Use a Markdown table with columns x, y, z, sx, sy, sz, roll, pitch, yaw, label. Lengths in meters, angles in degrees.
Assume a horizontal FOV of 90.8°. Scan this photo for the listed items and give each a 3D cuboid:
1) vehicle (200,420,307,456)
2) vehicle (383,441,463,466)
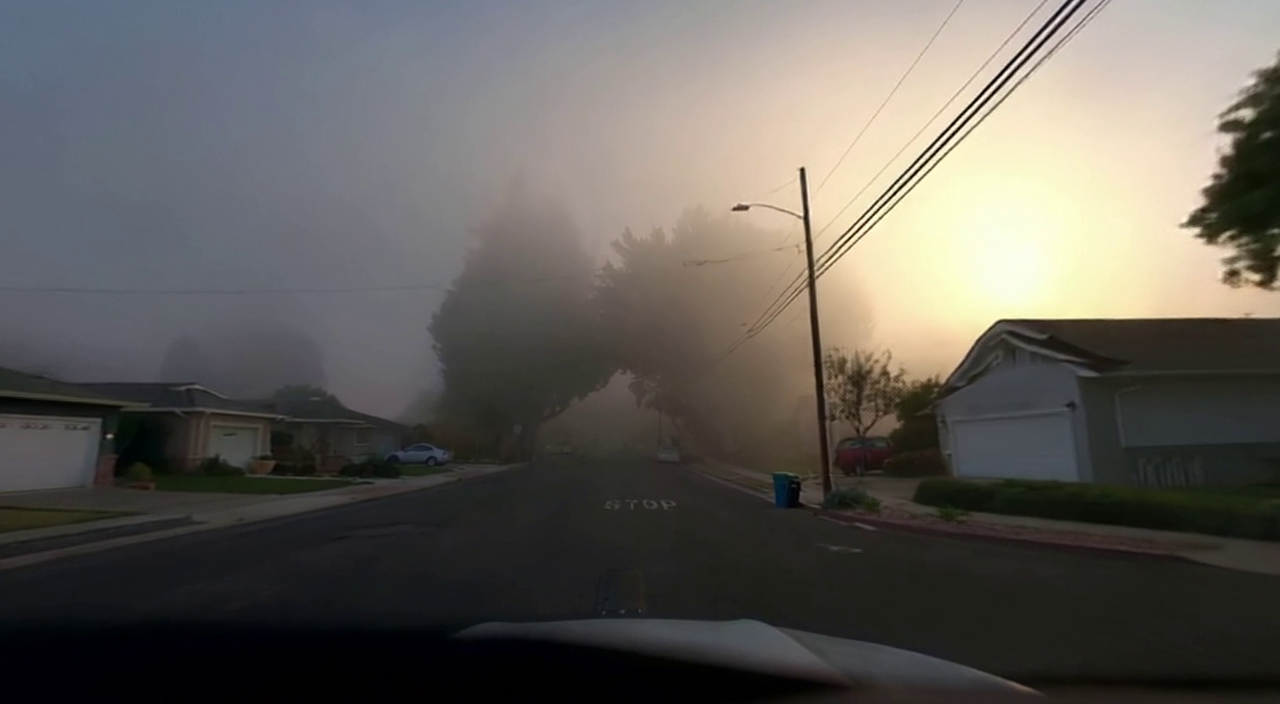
| x | y | z | sx | sy | sz | roll | pitch | yaw | label |
| --- | --- | --- | --- | --- | --- | --- | --- | --- | --- |
| -19.227 | 4.315 | 31.585 | 4.093 | 1.661 | 1.765 | 0 | -9 | -6 | vehicle |
| -14.207 | 6.656 | 41.521 | 4.572 | 1.522 | 1.999 | 1 | -8 | -5 | vehicle |
